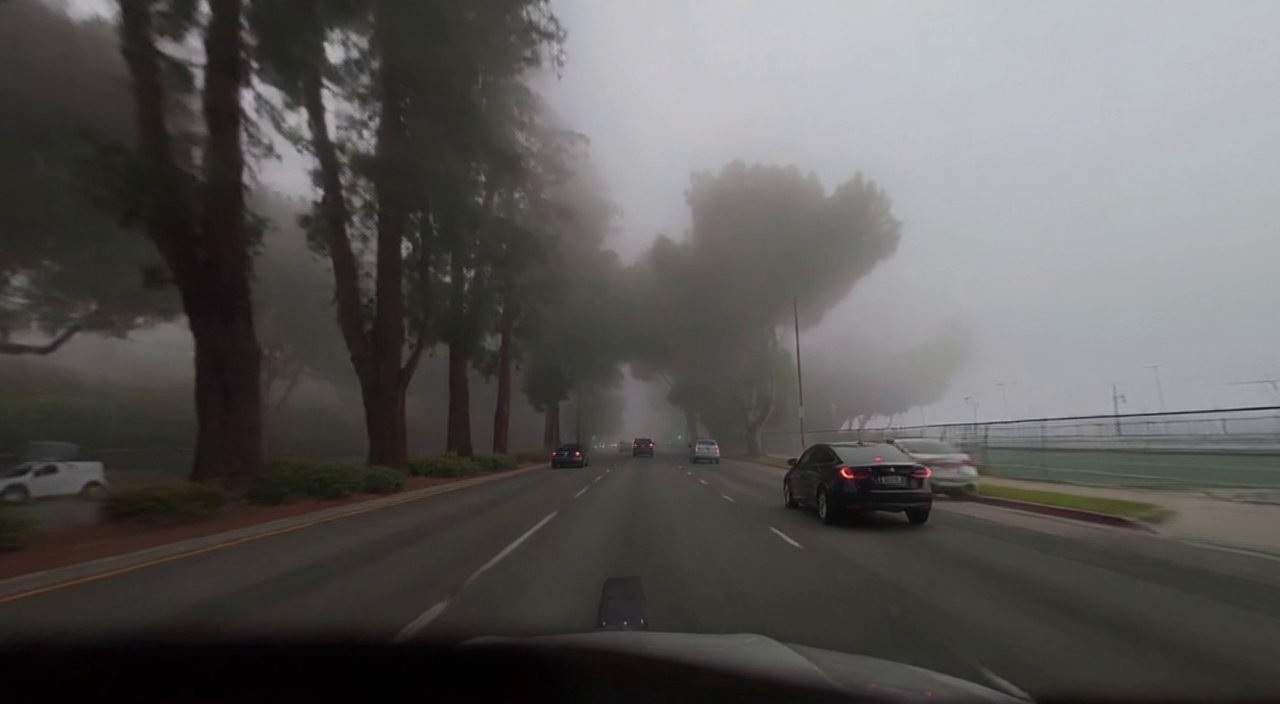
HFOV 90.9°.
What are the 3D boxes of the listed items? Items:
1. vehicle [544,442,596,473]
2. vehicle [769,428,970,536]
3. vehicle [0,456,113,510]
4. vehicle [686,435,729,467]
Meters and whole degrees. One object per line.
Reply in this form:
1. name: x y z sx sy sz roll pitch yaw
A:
1. vehicle: -3.257 5.000 30.127 2.013 1.354 3.908 0 -8 1
2. vehicle: 3.672 2.139 11.049 1.919 1.502 4.232 0 -8 0
3. vehicle: -22.521 4.767 23.316 1.976 1.697 4.738 0 -8 -1
4. vehicle: 3.825 5.646 36.175 1.980 1.709 4.367 0 -8 0
